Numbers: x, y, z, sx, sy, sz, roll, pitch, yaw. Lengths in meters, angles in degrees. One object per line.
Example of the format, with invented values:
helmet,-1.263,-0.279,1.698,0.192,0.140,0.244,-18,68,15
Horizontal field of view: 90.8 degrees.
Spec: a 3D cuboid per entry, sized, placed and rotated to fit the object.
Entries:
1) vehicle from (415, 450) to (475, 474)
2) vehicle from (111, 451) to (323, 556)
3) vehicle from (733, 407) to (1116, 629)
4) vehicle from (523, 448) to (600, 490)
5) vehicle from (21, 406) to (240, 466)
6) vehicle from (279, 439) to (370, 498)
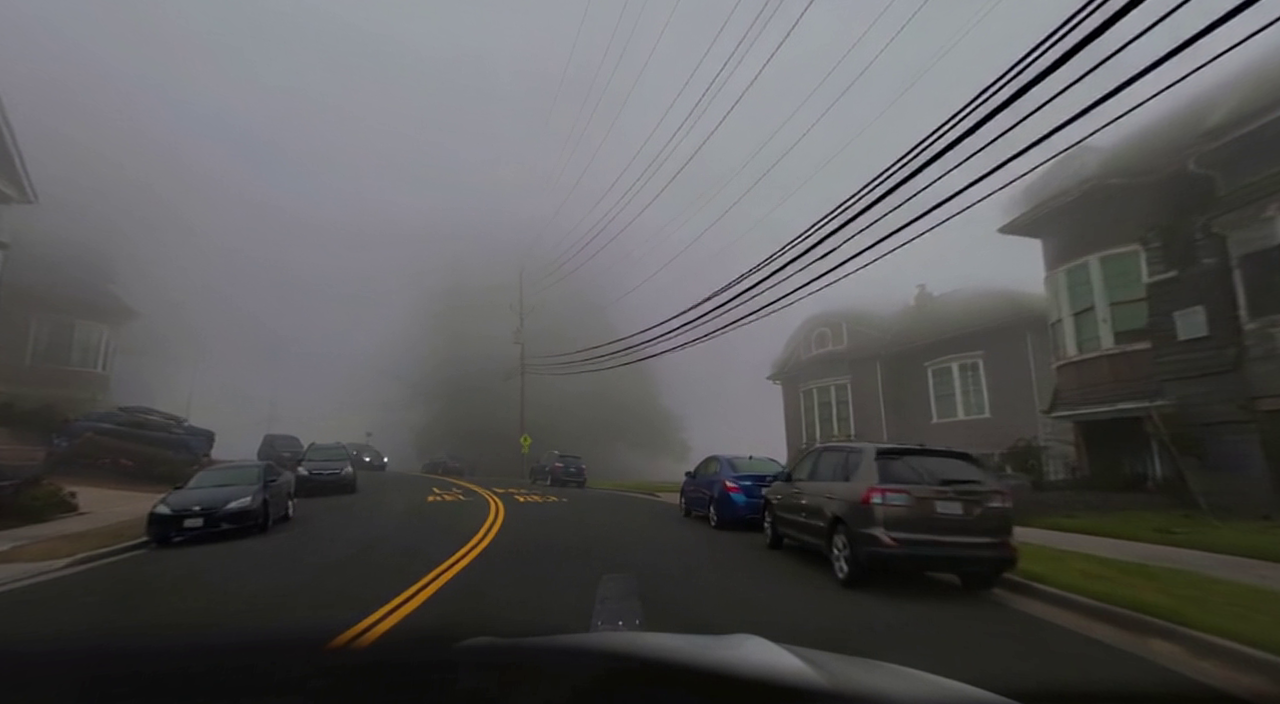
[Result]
vehicle,-13.258,7.406,42.770,1.923,1.531,4.568,8,-12,-44
vehicle,-7.741,2.718,12.042,2.003,1.447,3.642,-3,-8,-10
vehicle,2.719,1.696,7.570,1.974,1.769,4.610,1,-9,-7
vehicle,-3.754,5.392,29.442,1.994,1.682,4.750,9,-12,-25
vehicle,-18.154,3.098,23.057,5.822,1.956,2.355,5,-10,-31
vehicle,-10.199,3.748,20.802,2.023,1.674,4.556,3,-9,-19
